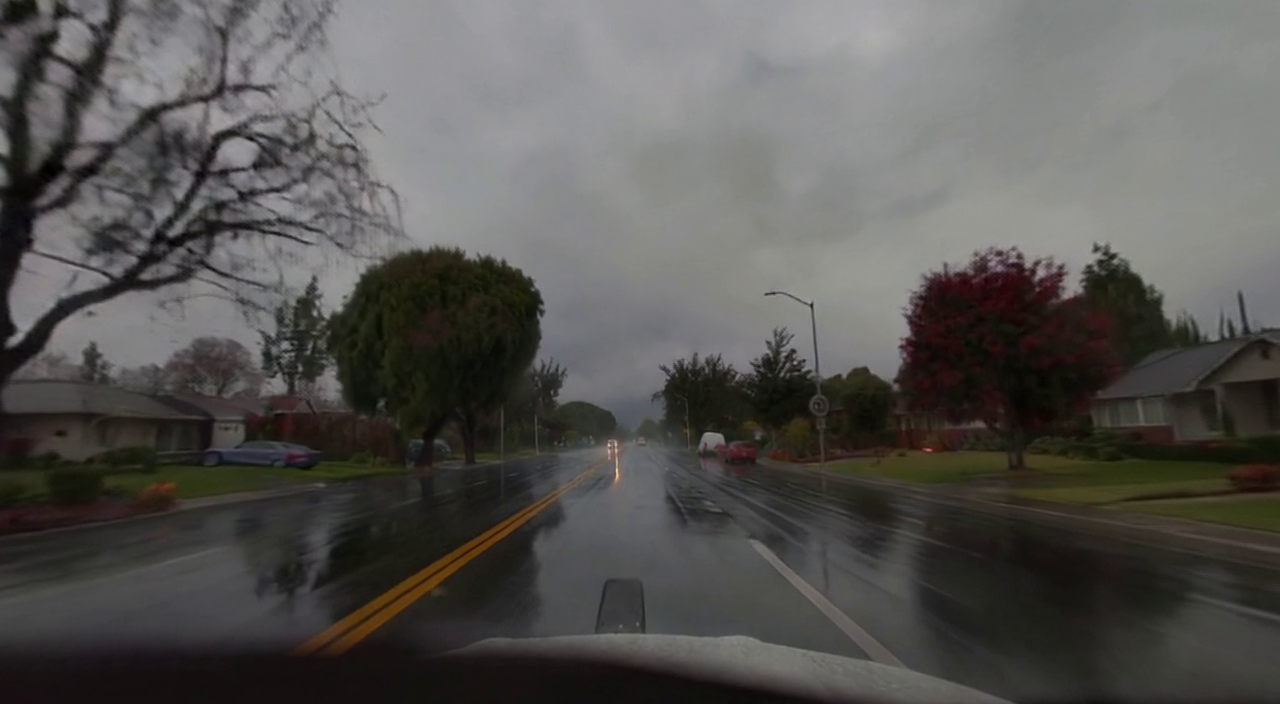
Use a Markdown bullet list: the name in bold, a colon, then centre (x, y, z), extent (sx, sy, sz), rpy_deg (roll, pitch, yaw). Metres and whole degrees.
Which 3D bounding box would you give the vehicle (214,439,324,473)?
- **vehicle**: centre (-19.660, 5.499, 33.579), extent (4.497, 1.674, 2.168), rpy_deg (-1, -8, 3)

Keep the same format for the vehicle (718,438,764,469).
- **vehicle**: centre (6.458, 6.566, 40.976), extent (2.099, 1.878, 4.476), rpy_deg (0, -8, -1)
